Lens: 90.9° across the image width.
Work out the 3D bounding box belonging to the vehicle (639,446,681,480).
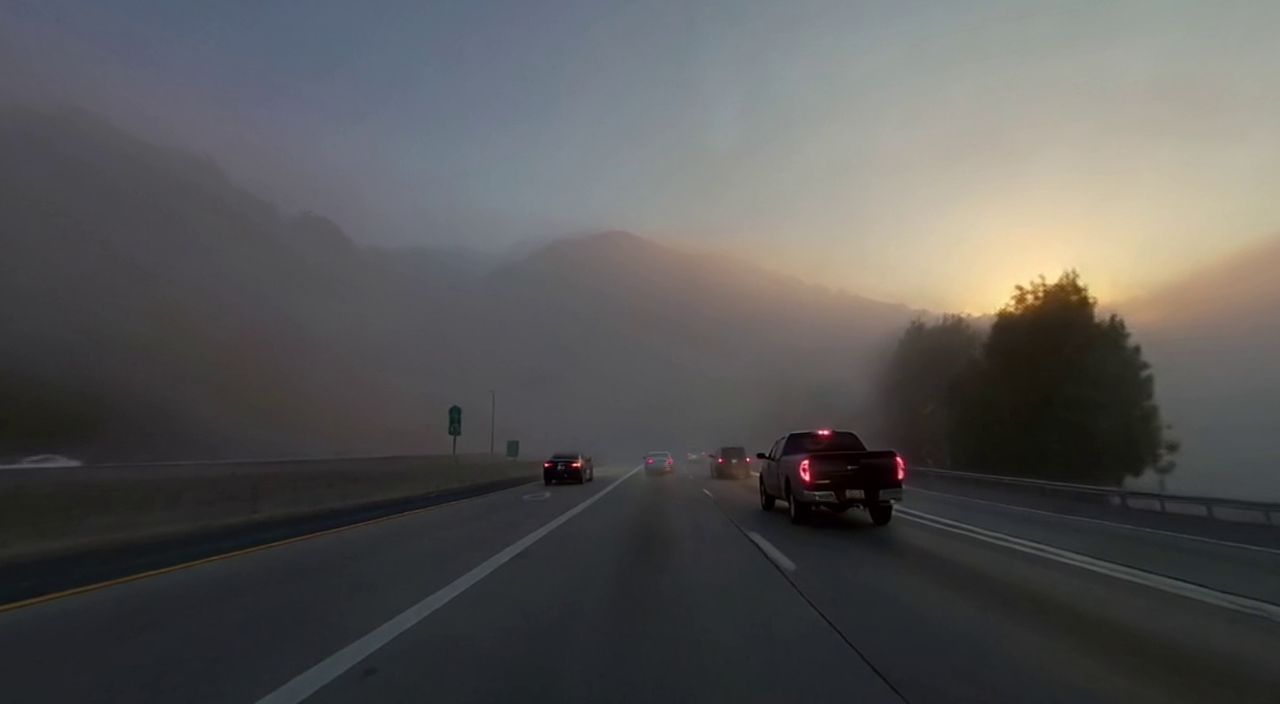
[{"bbox_3d":[1.008,5.553,31.871,1.959,1.604,4.065,-1,-8,2],"label":"vehicle"}]

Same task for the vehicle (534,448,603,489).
[{"bbox_3d":[-2.862,4.806,26.492,2.109,1.530,4.646,-1,-9,3],"label":"vehicle"}]

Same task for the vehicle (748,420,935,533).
[{"bbox_3d":[3.798,2.466,13.192,2.229,1.837,5.387,0,-8,1],"label":"vehicle"}]

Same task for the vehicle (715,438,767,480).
[{"bbox_3d":[5.158,5.513,32.778,2.057,1.958,4.495,0,-8,1],"label":"vehicle"}]
